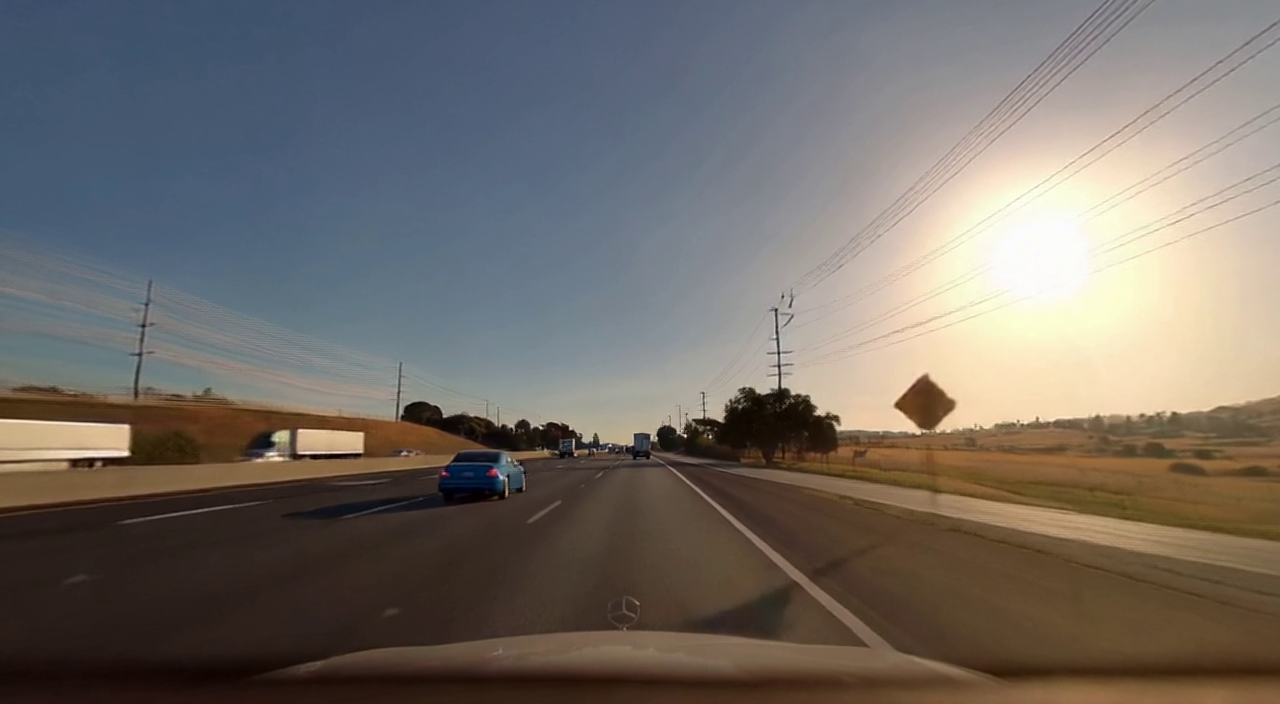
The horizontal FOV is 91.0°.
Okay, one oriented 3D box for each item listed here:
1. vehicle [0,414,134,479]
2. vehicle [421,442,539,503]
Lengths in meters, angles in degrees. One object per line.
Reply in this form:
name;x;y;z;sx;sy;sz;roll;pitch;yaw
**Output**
vehicle;-43.802;6.593;43.918;2.940;4.217;16.735;0;-9;1
vehicle;-4.350;3.346;17.959;2.104;1.501;4.459;0;-9;1
